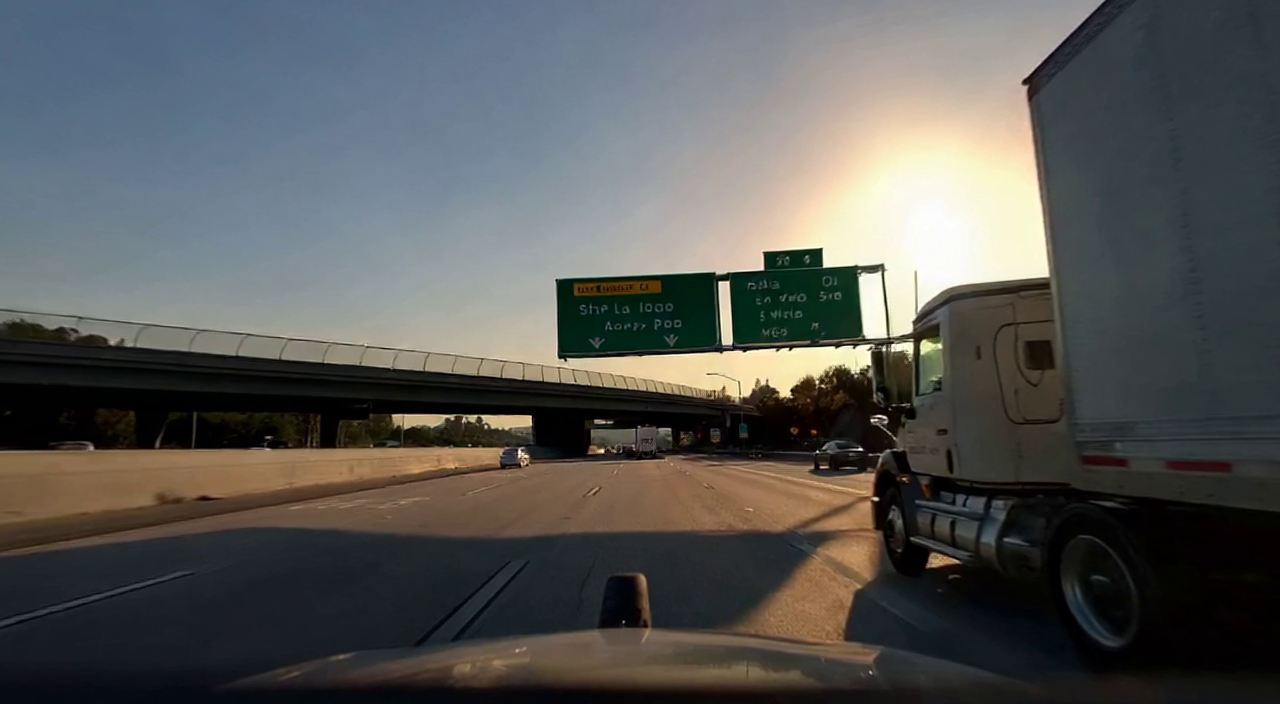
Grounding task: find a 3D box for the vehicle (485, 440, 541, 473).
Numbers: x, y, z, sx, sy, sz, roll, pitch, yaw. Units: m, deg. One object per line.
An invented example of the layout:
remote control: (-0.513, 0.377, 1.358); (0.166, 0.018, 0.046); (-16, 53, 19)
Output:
vehicle: (-6.739, 5.601, 33.893); (1.980, 1.666, 4.562); (0, -8, 1)
